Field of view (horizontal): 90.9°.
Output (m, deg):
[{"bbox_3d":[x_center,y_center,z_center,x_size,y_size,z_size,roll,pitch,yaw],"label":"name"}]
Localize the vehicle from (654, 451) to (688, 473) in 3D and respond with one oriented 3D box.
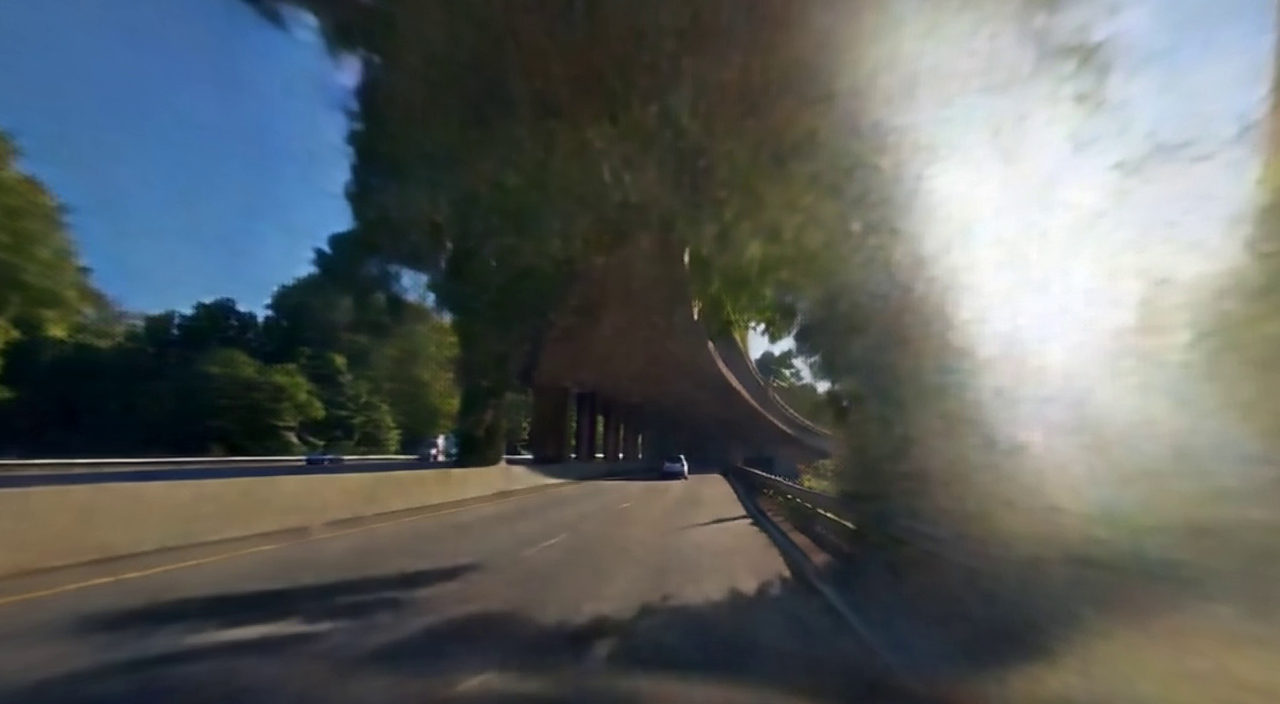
[{"bbox_3d":[2.178,7.511,43.188,1.940,1.444,4.024,-2,-9,9],"label":"vehicle"}]
